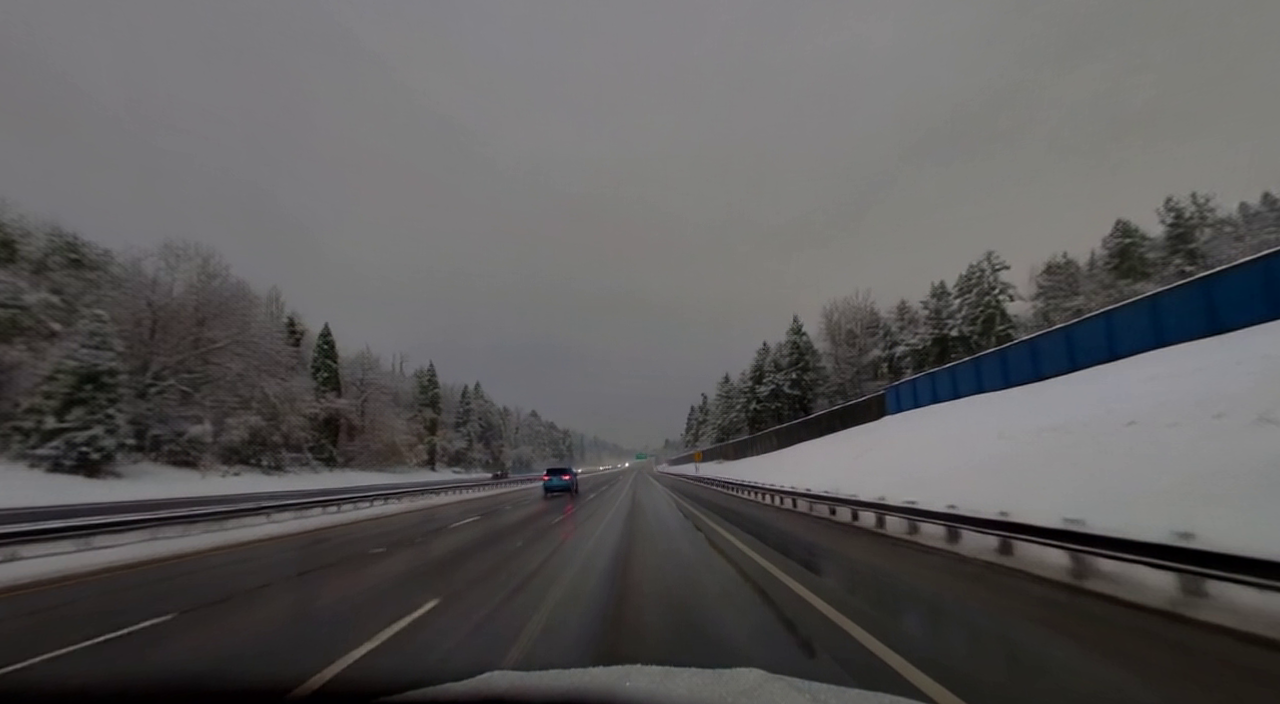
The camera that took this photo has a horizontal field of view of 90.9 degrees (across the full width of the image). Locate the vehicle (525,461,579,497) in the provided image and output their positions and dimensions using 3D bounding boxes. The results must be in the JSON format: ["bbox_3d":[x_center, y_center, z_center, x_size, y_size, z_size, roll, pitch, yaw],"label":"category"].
[{"bbox_3d":[-4.040,5.952,29.641,1.985,1.515,3.839,0,-10,0],"label":"vehicle"}]
